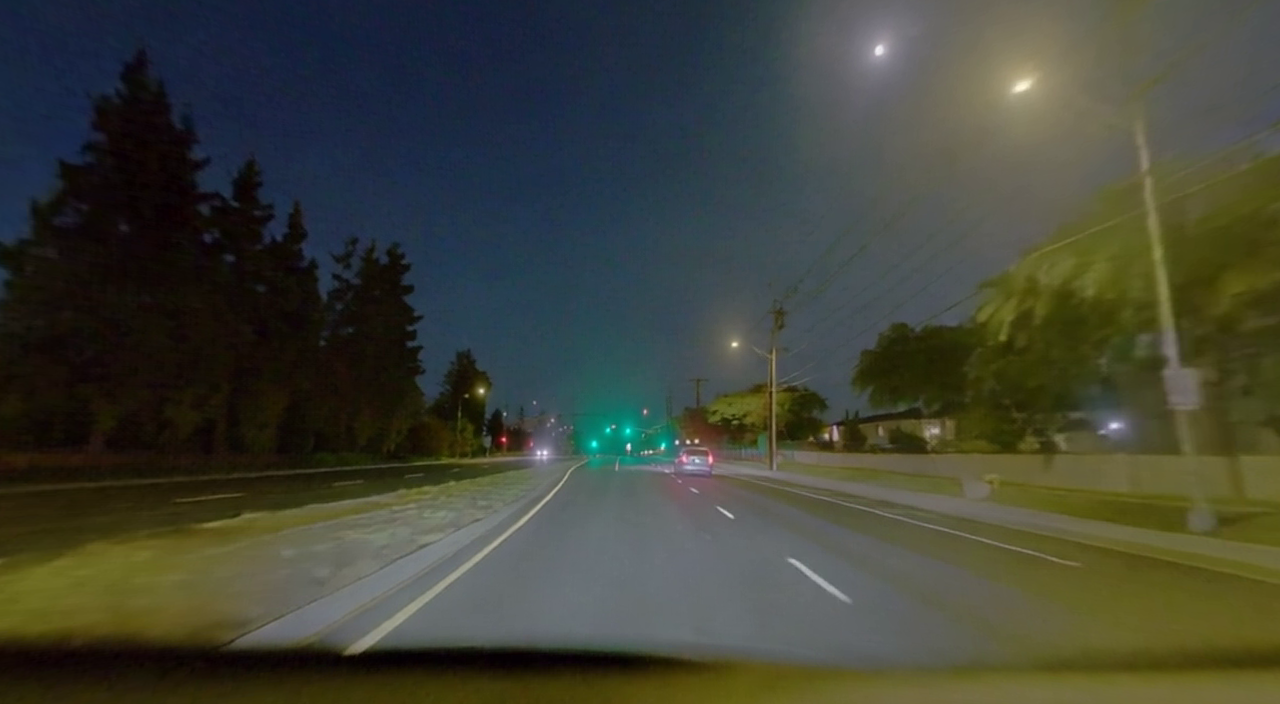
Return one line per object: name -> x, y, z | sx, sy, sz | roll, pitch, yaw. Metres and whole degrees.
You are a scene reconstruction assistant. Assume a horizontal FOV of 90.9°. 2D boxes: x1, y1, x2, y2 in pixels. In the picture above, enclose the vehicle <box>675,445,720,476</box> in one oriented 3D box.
vehicle -> 3.462, 6.576, 38.564 | 2.240, 1.781, 4.433 | 0, -8, -1
